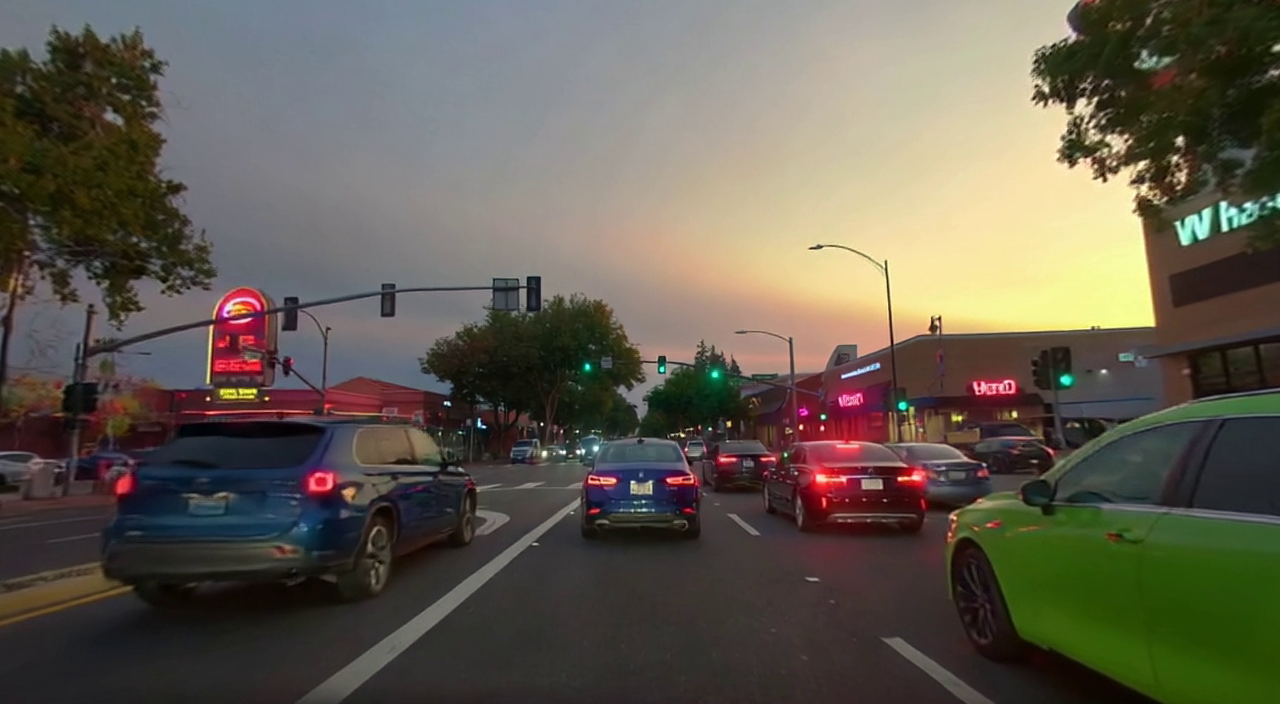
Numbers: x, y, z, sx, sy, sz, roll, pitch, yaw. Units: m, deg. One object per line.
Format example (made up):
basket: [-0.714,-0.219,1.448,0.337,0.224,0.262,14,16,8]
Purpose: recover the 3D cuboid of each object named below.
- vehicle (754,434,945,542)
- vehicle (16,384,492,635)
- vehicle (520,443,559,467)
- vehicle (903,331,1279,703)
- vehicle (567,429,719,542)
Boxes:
vehicle: [3.347,2.236,11.087,1.865,1.496,4.170,0,-8,-1]
vehicle: [-3.405,1.511,7.099,2.257,1.823,4.777,0,-8,1]
vehicle: [-7.893,8.085,49.928,2.293,1.777,4.497,0,-8,0]
vehicle: [3.035,0.860,2.568,2.075,1.661,4.401,0,-8,1]
vehicle: [0.028,2.175,10.883,2.154,1.577,3.723,0,-8,0]
